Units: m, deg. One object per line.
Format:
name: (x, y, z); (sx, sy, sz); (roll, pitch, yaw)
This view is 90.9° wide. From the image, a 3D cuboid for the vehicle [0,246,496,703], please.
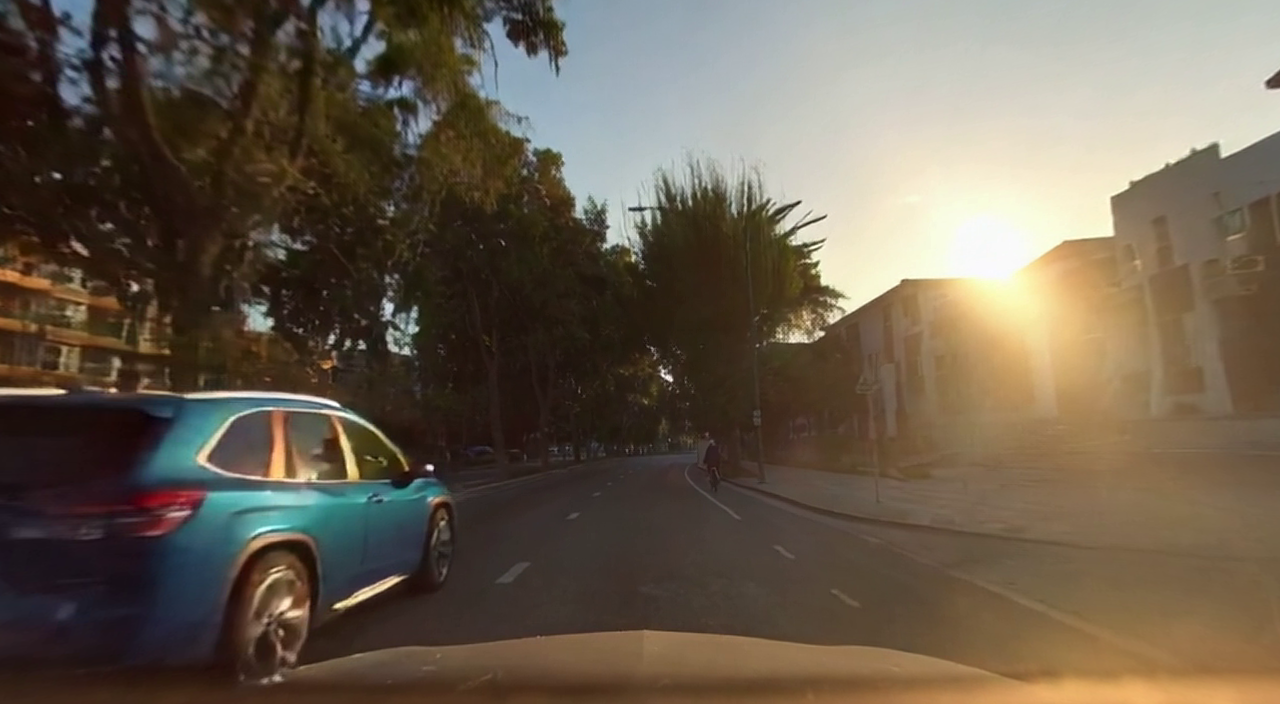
vehicle: (-2.779, 1.025, 4.245); (2.294, 1.859, 5.127); (-1, -9, 1)
